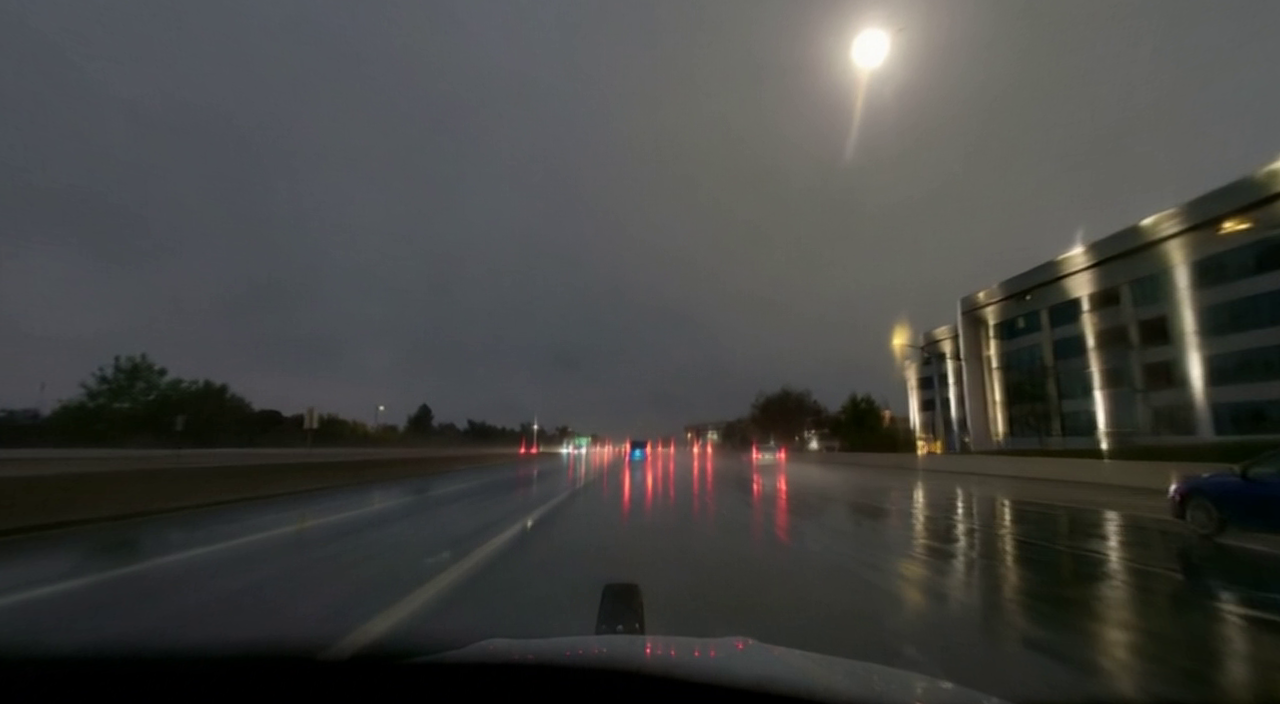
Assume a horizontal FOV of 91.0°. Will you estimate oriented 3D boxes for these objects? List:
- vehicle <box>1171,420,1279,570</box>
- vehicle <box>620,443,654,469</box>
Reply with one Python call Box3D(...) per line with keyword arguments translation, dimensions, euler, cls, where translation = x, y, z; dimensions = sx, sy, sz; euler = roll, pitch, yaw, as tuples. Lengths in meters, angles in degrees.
Box3D(translation=(7.421, 1.273, 5.181), dimensions=(1.937, 1.498, 4.710), euler=(0, -8, -1), cls="vehicle")
Box3D(translation=(-0.195, 6.459, 39.315), dimensions=(2.036, 1.542, 3.891), euler=(0, -8, 0), cls="vehicle")
